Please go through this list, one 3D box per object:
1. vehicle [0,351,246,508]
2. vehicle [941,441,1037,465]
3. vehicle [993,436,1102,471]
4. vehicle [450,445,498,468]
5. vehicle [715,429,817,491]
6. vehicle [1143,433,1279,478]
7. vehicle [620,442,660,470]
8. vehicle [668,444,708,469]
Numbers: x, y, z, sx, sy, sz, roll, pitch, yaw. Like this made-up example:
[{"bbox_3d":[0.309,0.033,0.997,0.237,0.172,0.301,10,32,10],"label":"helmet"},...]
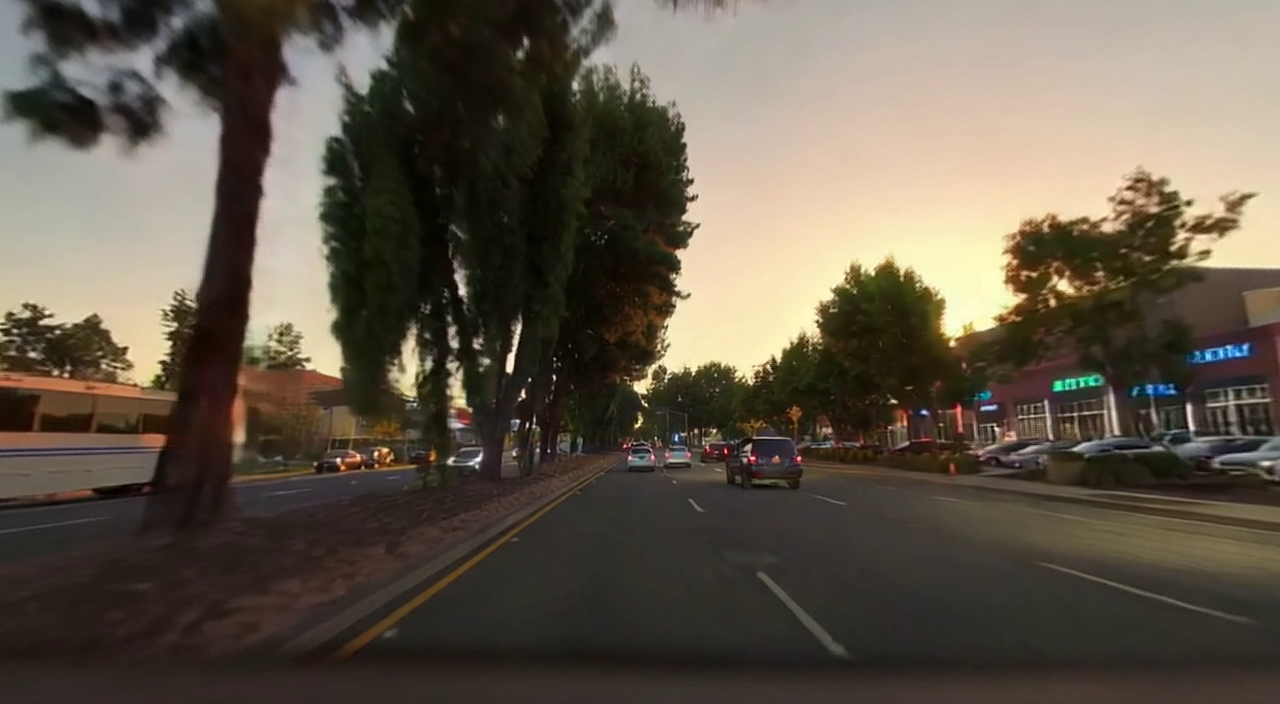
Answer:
[{"bbox_3d":[-18.922,2.478,19.500,3.207,4.202,16.118,-1,-9,0],"label":"vehicle"},{"bbox_3d":[20.707,5.996,37.590,4.451,1.400,2.108,0,-8,-2],"label":"vehicle"},{"bbox_3d":[20.856,5.158,32.431,4.162,1.546,2.051,-2,-7,-5],"label":"vehicle"},{"bbox_3d":[-11.622,7.341,44.650,1.971,1.481,5.500,0,-8,0],"label":"vehicle"},{"bbox_3d":[4.022,3.531,21.059,2.140,1.811,4.593,0,-8,-4],"label":"vehicle"},{"bbox_3d":[20.151,3.493,21.434,4.449,1.431,2.095,0,-8,-4],"label":"vehicle"},{"bbox_3d":[-0.008,5.747,34.988,2.056,1.440,3.798,0,-8,0],"label":"vehicle"},{"bbox_3d":[2.816,6.182,37.677,1.970,1.402,3.756,0,-8,-1],"label":"vehicle"}]
